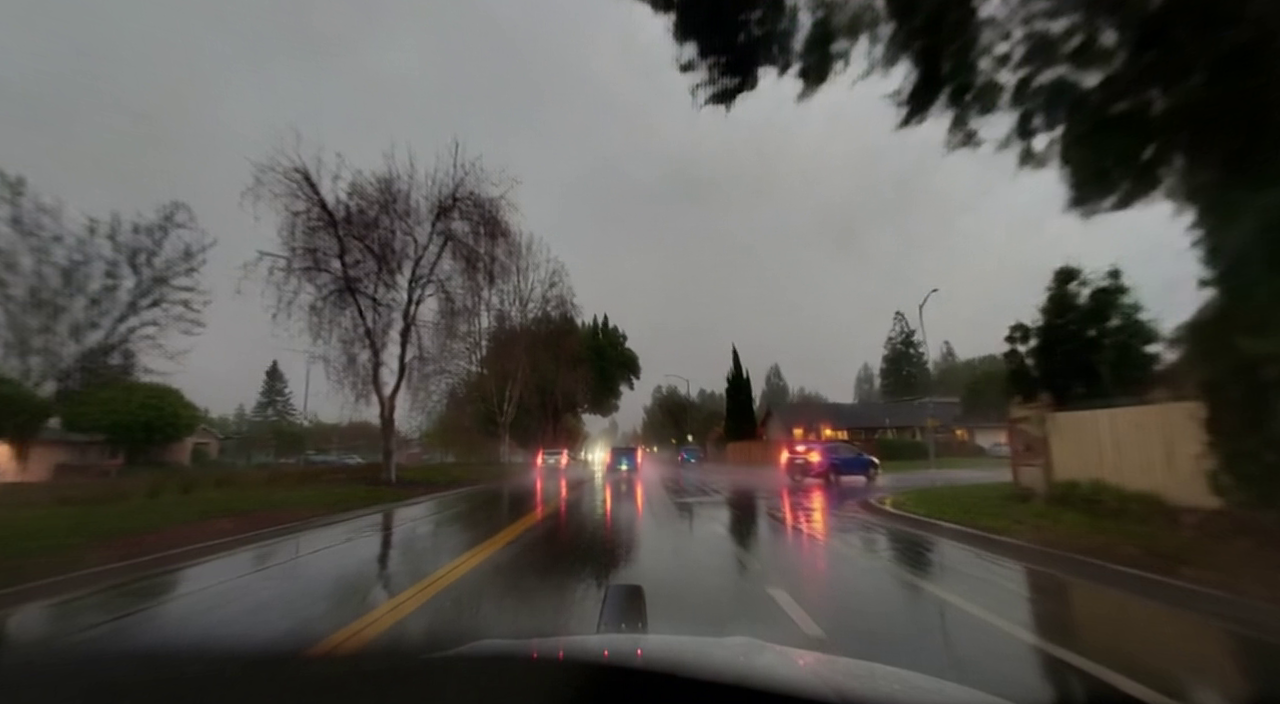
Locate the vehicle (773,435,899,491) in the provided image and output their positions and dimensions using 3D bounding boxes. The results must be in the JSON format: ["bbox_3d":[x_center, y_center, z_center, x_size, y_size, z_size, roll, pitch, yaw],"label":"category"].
[{"bbox_3d":[6.819,3.739,21.515,2.192,1.677,4.820,-8,-12,42],"label":"vehicle"}]

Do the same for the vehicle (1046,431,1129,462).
[{"bbox_3d":[26.575,5.632,37.433,1.838,1.770,4.201,0,-9,1],"label":"vehicle"}]

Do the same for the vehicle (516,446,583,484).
[{"bbox_3d":[-3.648,4.636,26.181,2.032,1.433,4.458,0,-9,1],"label":"vehicle"}]

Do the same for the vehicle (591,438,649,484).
[{"bbox_3d":[-0.725,4.477,26.032,2.220,1.742,4.047,0,-9,1],"label":"vehicle"}]

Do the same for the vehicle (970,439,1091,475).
[{"bbox_3d":[18.990,5.136,30.684,4.532,1.674,2.051,0,-9,-2],"label":"vehicle"}]
